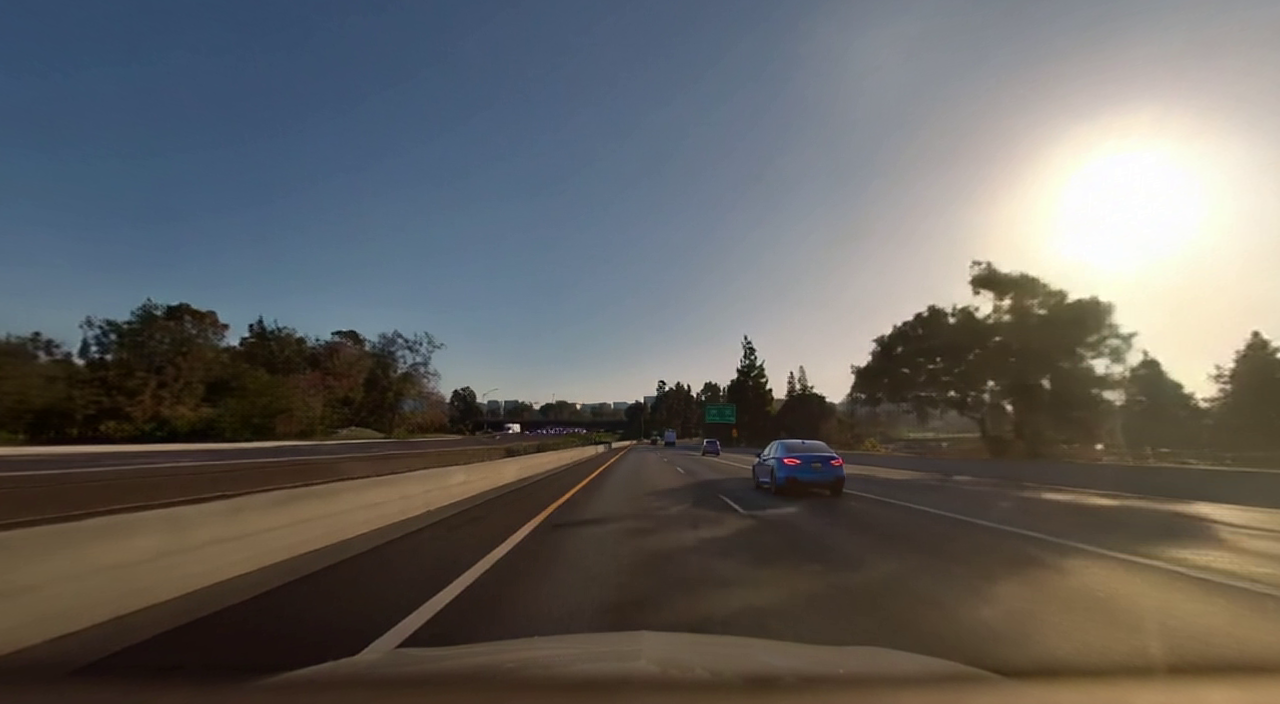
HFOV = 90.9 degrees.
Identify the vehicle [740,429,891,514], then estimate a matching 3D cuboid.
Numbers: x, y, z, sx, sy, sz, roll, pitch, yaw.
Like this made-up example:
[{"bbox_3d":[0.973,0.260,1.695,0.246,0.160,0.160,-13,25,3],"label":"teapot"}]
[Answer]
[{"bbox_3d":[3.617,2.550,13.988,2.050,1.546,4.344,0,-8,-1],"label":"vehicle"}]
